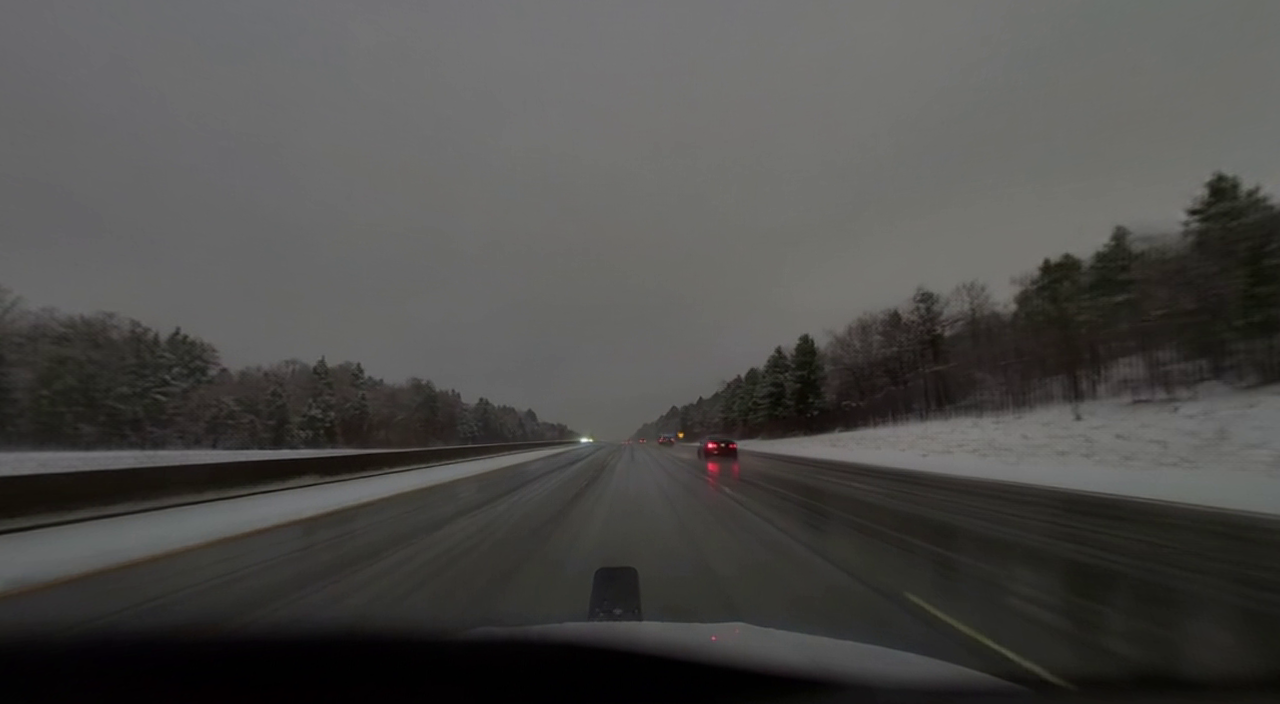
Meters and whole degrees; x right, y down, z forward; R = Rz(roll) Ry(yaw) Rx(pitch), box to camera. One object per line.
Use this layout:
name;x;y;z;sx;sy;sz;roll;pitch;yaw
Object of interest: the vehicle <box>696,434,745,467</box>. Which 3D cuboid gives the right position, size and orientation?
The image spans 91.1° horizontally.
vehicle;3.826;4.735;30.433;1.802;1.492;3.804;0;-8;-1
